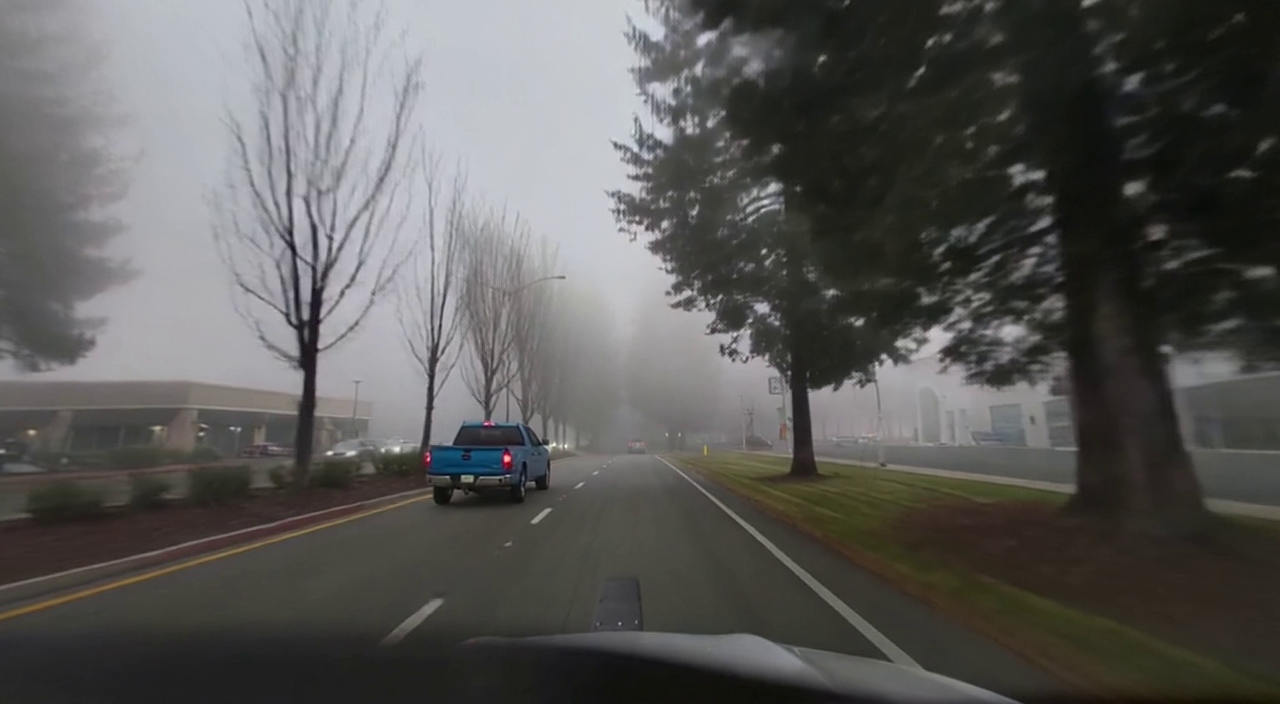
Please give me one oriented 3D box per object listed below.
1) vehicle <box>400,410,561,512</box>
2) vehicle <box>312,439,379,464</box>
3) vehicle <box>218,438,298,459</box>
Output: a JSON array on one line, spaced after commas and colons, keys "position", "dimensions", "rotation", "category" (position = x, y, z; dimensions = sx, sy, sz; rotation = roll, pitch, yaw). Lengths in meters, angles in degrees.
[{"position": [-3.157, 2.292, 13.868], "dimensions": [2.065, 1.790, 5.417], "rotation": [0, -8, 1], "category": "vehicle"}, {"position": [-18.475, 6.255, 39.740], "dimensions": [1.854, 1.472, 4.854], "rotation": [0, -8, 1], "category": "vehicle"}, {"position": [-28.617, 7.238, 47.213], "dimensions": [4.702, 1.485, 2.024], "rotation": [0, -8, 2], "category": "vehicle"}]
